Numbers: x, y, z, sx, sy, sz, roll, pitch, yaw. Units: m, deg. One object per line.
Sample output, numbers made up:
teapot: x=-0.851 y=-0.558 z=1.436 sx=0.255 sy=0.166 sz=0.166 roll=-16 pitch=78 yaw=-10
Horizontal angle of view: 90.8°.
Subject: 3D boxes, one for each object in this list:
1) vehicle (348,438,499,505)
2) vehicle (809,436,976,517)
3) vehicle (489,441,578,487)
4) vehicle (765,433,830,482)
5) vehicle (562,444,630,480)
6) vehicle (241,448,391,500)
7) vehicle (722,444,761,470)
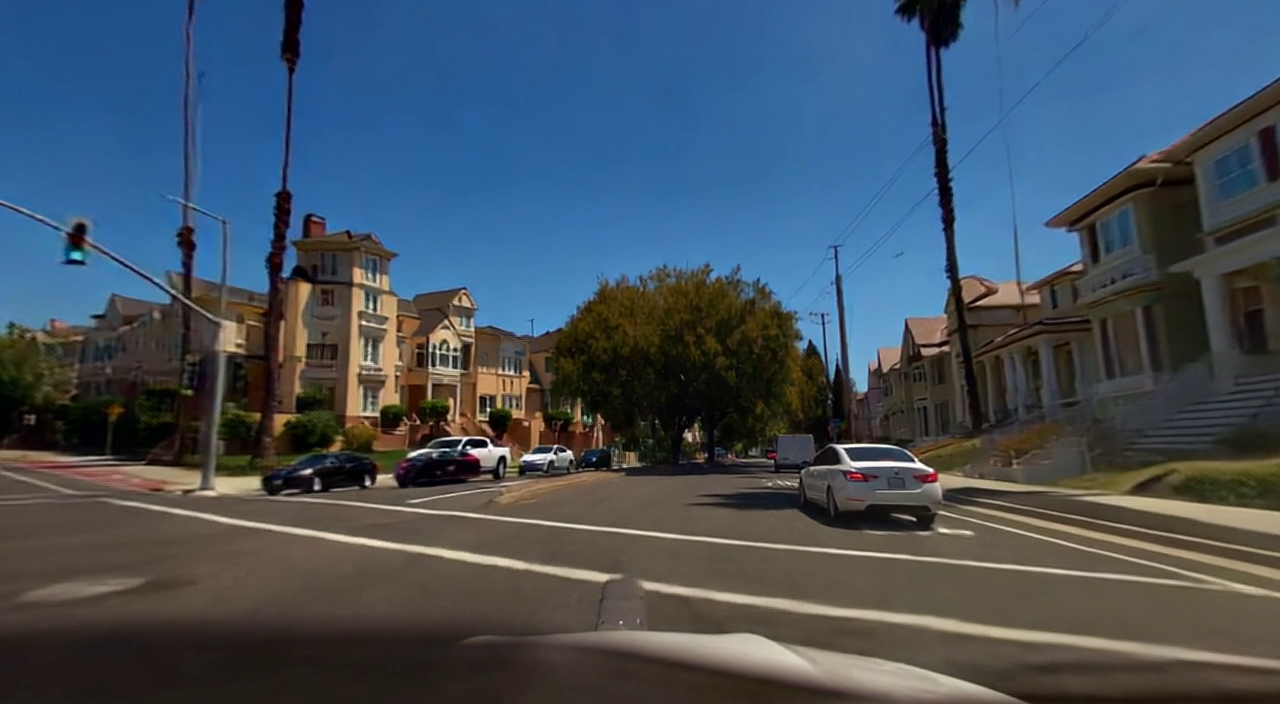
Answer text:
vehicle: x=-5.953 y=3.303 z=18.115 sx=1.959 sy=1.515 sz=4.668 roll=-2 pitch=-7 yaw=12
vehicle: x=5.529 y=2.777 z=14.606 sx=2.096 sy=1.552 sz=4.519 roll=-1 pitch=-9 yaw=2
vehicle: x=-4.043 y=4.311 z=24.679 sx=1.852 sy=1.498 sz=4.238 roll=-5 pitch=-9 yaw=14
vehicle: x=6.918 y=4.666 z=28.164 sx=2.109 sy=2.002 sz=4.424 roll=-1 pitch=-9 yaw=5
vehicle: x=-2.211 y=5.744 z=33.246 sx=2.081 sy=1.453 sz=4.698 roll=-5 pitch=-7 yaw=14
vehicle: x=-9.481 y=3.572 z=18.869 sx=1.891 sy=1.358 sz=3.828 roll=-2 pitch=-9 yaw=13
vehicle: x=6.634 y=6.765 z=40.903 sx=1.923 sy=1.576 sz=4.026 roll=-3 pitch=-9 yaw=16
